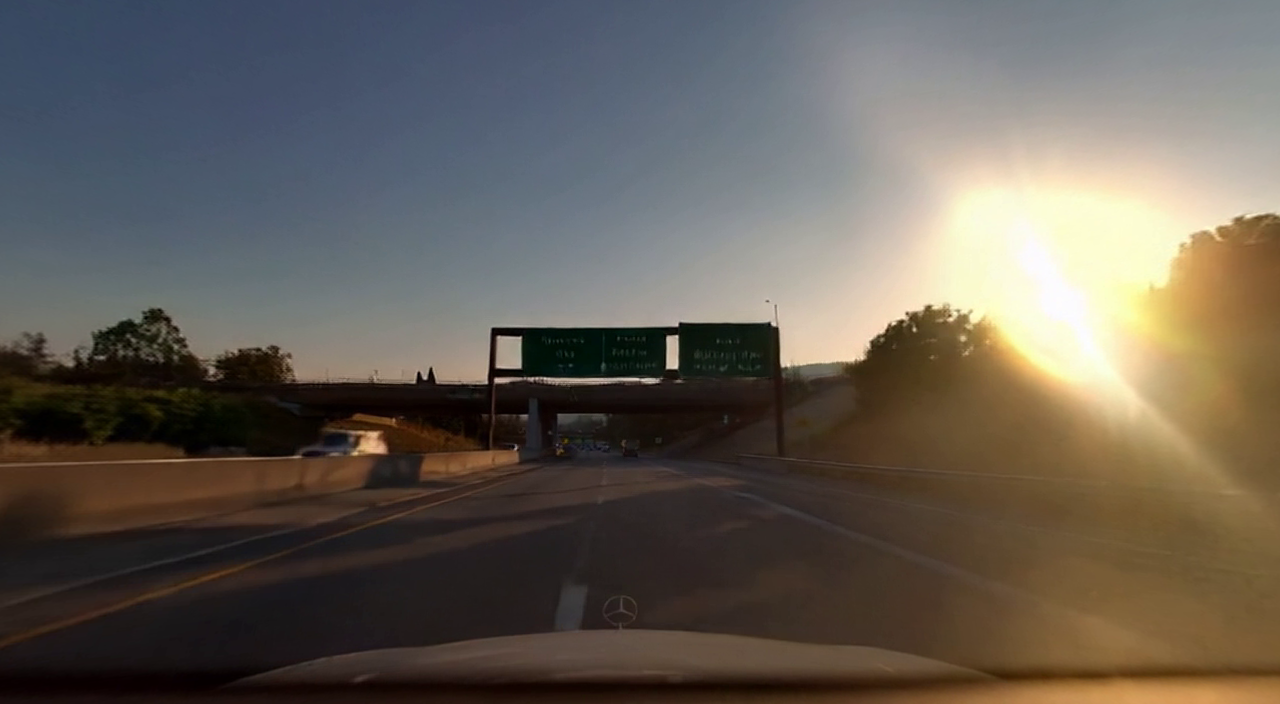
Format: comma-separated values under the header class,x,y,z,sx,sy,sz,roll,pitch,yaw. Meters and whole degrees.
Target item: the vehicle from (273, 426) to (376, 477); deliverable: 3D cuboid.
class,x,y,z,sx,sy,sz,roll,pitch,yaw
vehicle,-13.610,4.354,27.462,1.948,1.958,5.124,0,-9,-1
